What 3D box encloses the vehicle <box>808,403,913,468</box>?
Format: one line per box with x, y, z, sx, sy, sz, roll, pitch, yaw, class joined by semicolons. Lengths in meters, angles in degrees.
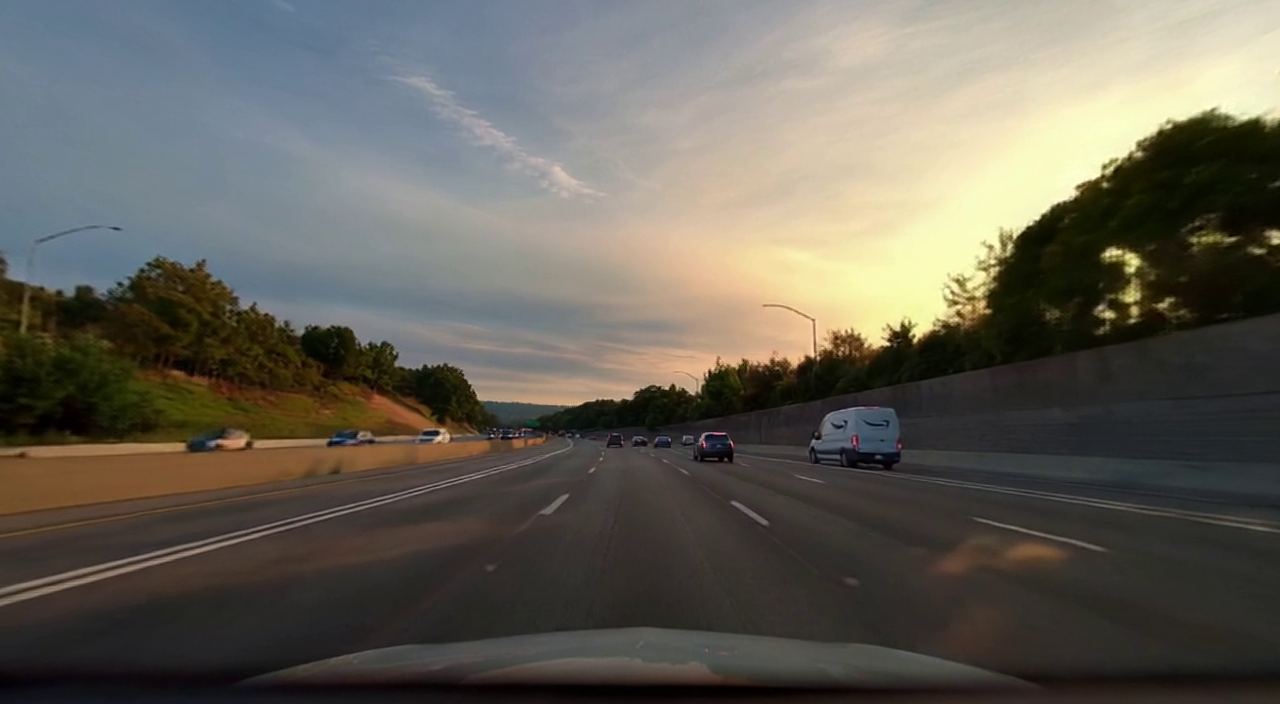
10.550;4.141;30.935;2.274;2.802;6.802;0;-8;-4;vehicle

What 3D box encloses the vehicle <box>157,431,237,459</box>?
-26.031;5.503;37.276;1.848;1.513;4.086;0;-8;-2;vehicle

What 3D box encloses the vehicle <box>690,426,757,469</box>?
3.538;4.175;27.689;2.141;1.732;4.279;0;-8;-3;vehicle

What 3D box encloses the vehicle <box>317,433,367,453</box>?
-22.612;6.952;48.050;1.895;1.469;4.267;0;-8;-3;vehicle
